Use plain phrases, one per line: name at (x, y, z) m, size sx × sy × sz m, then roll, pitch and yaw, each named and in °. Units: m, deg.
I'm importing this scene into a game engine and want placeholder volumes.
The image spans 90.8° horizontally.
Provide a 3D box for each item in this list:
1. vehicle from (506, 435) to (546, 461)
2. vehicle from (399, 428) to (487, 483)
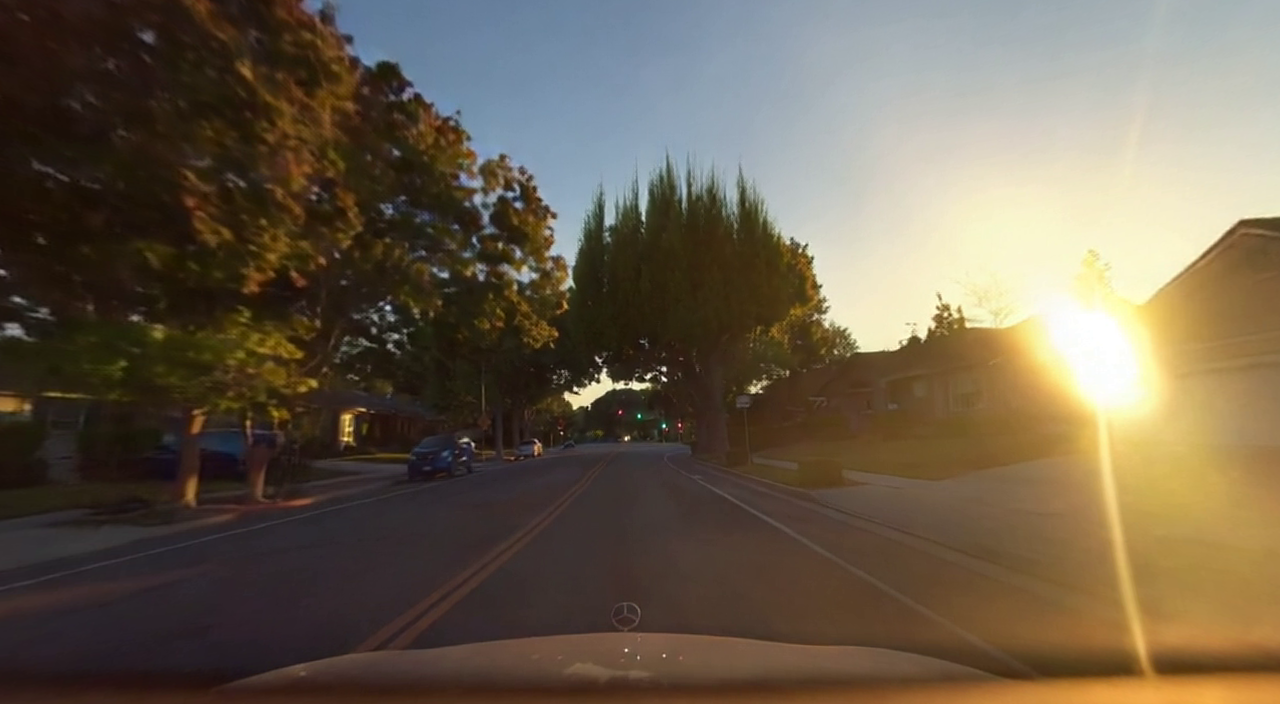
vehicle at (-8.304, 7.025, 46.472) m, size 2.130 × 1.692 × 4.544 m, roll -2°, pitch -8°, yaw 0°
vehicle at (-7.643, 4.026, 24.918) m, size 2.209 × 1.807 × 4.432 m, roll -3°, pitch -8°, yaw -3°
